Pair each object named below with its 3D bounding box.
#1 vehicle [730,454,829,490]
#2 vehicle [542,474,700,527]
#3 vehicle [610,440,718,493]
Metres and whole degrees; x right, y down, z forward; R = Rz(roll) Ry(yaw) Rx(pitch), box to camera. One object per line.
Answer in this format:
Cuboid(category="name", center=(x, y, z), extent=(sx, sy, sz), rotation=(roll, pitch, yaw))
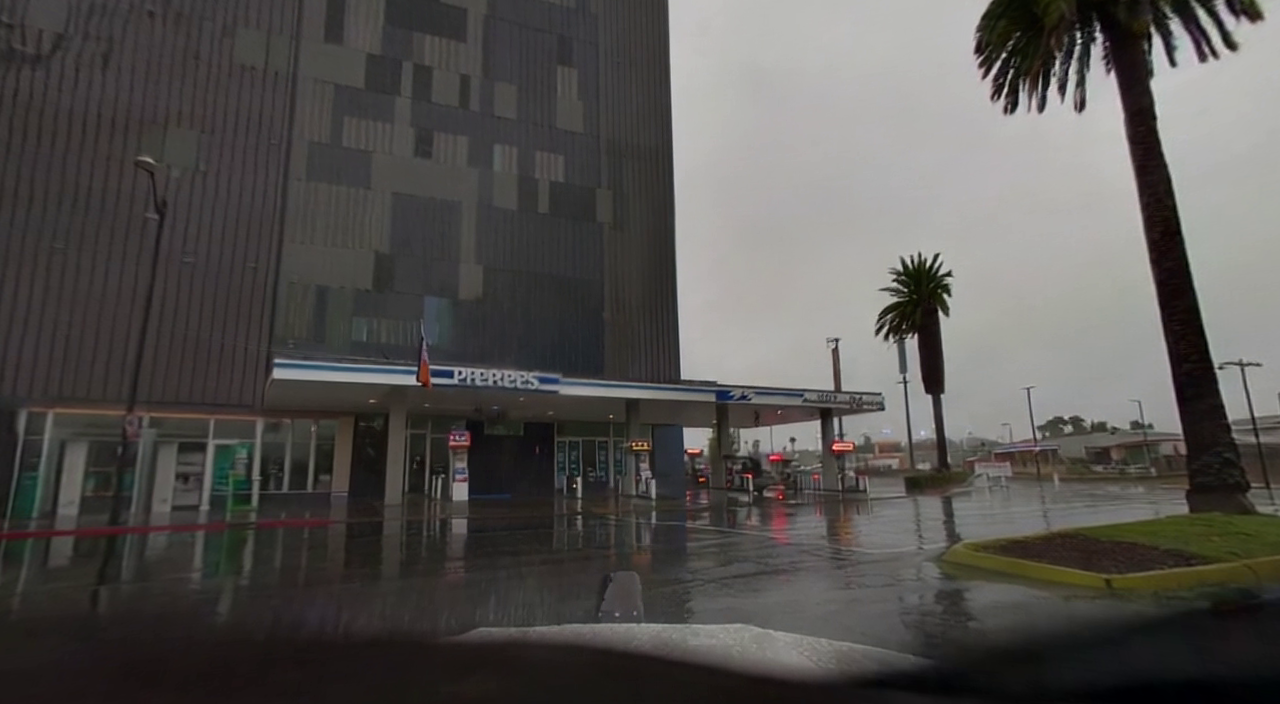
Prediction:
Cuboid(category="vehicle", center=(10.301, 8.760, 46.377), extent=(7.026, 2.329, 2.545), rotation=(5, -7, -25))
Cuboid(category="vehicle", center=(-0.566, 4.689, 20.291), extent=(4.782, 1.371, 1.763), rotation=(4, -10, -27))
Cuboid(category="vehicle", center=(1.361, 6.505, 35.873), extent=(5.524, 2.504, 2.196), rotation=(8, -7, -22))
